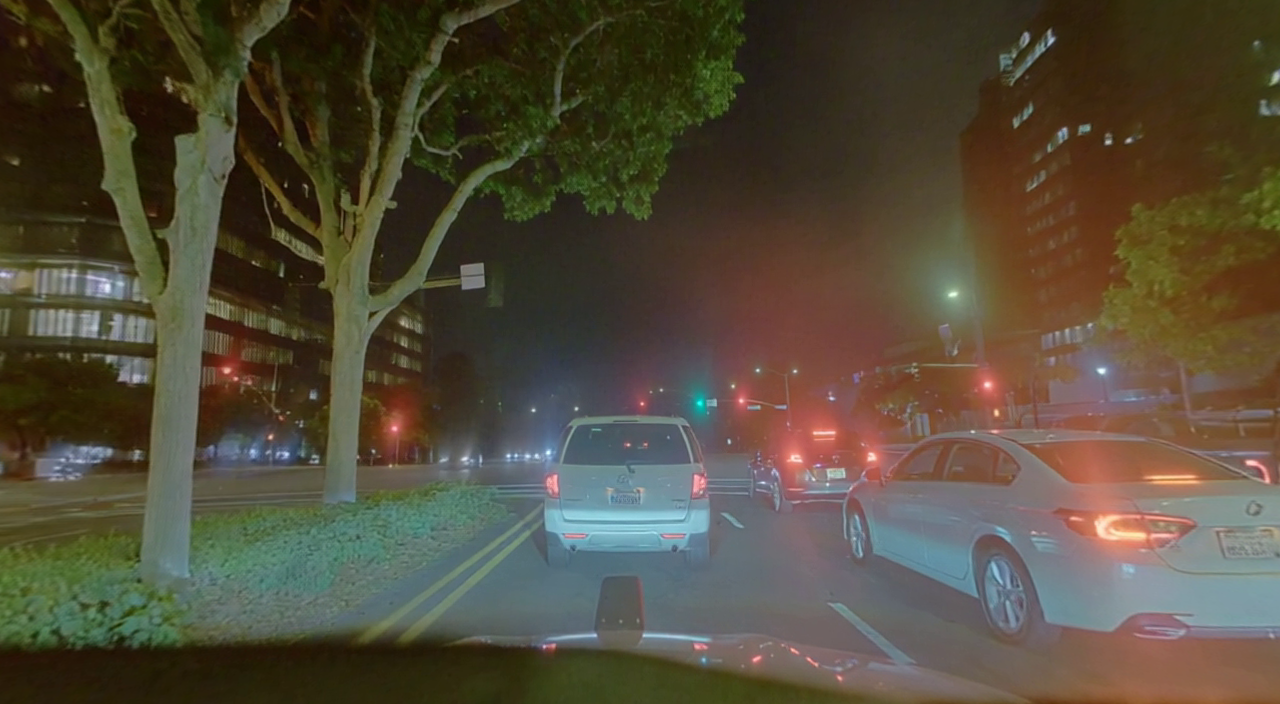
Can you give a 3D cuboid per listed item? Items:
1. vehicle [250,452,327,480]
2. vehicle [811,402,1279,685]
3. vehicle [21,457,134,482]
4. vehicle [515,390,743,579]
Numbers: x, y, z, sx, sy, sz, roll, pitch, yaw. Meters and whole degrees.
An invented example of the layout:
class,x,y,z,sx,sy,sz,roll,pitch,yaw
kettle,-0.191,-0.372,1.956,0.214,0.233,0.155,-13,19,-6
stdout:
class,x,y,z,sx,sy,sz,roll,pitch,yaw
vehicle,-20.765,6.731,37.592,1.899,1.469,4.668,0,-9,0
vehicle,3.357,1.420,5.975,2.034,1.558,4.774,0,-9,-1
vehicle,-35.105,7.341,39.578,4.845,1.442,1.880,2,-9,-13
vehicle,-0.219,1.617,8.435,2.236,1.827,4.316,1,-9,-3
